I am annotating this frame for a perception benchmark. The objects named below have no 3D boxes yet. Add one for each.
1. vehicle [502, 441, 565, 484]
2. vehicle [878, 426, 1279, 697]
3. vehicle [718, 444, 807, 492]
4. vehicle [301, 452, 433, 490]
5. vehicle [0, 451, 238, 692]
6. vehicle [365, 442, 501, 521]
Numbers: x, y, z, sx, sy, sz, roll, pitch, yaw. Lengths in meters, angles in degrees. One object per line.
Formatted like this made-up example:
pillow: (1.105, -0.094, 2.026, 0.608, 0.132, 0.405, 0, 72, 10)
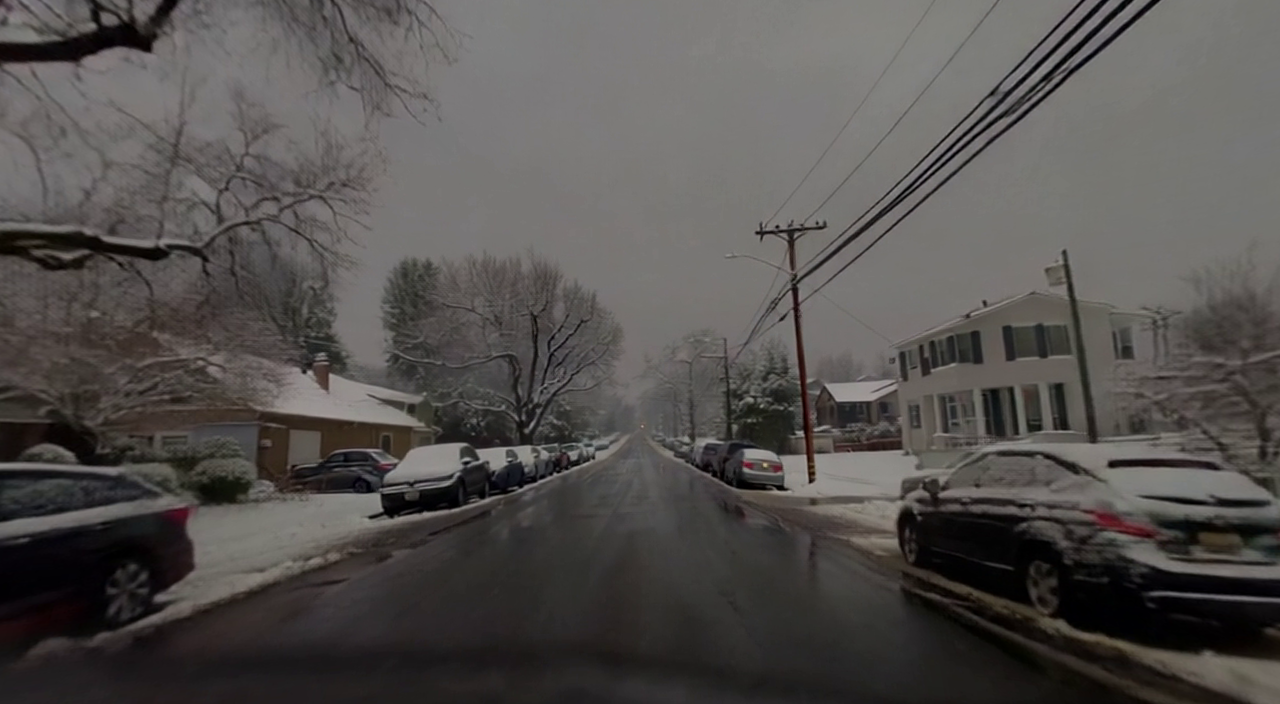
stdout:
vehicle: (-5.295, 5.538, 32.158, 2.184, 1.958, 5.757, 0, -8, 0)
vehicle: (4.212, 1.581, 6.075, 2.057, 1.511, 4.858, 1, -9, 1)
vehicle: (4.253, 4.097, 22.764, 2.174, 1.504, 4.809, 0, -8, -1)
vehicle: (-11.611, 5.074, 27.133, 4.754, 1.511, 2.008, 0, -8, -2)
vehicle: (-5.143, 1.417, 4.043, 2.109, 1.501, 4.522, 0, -8, 1)
vehicle: (-5.083, 3.201, 16.249, 2.032, 1.716, 4.382, 0, -8, 0)
